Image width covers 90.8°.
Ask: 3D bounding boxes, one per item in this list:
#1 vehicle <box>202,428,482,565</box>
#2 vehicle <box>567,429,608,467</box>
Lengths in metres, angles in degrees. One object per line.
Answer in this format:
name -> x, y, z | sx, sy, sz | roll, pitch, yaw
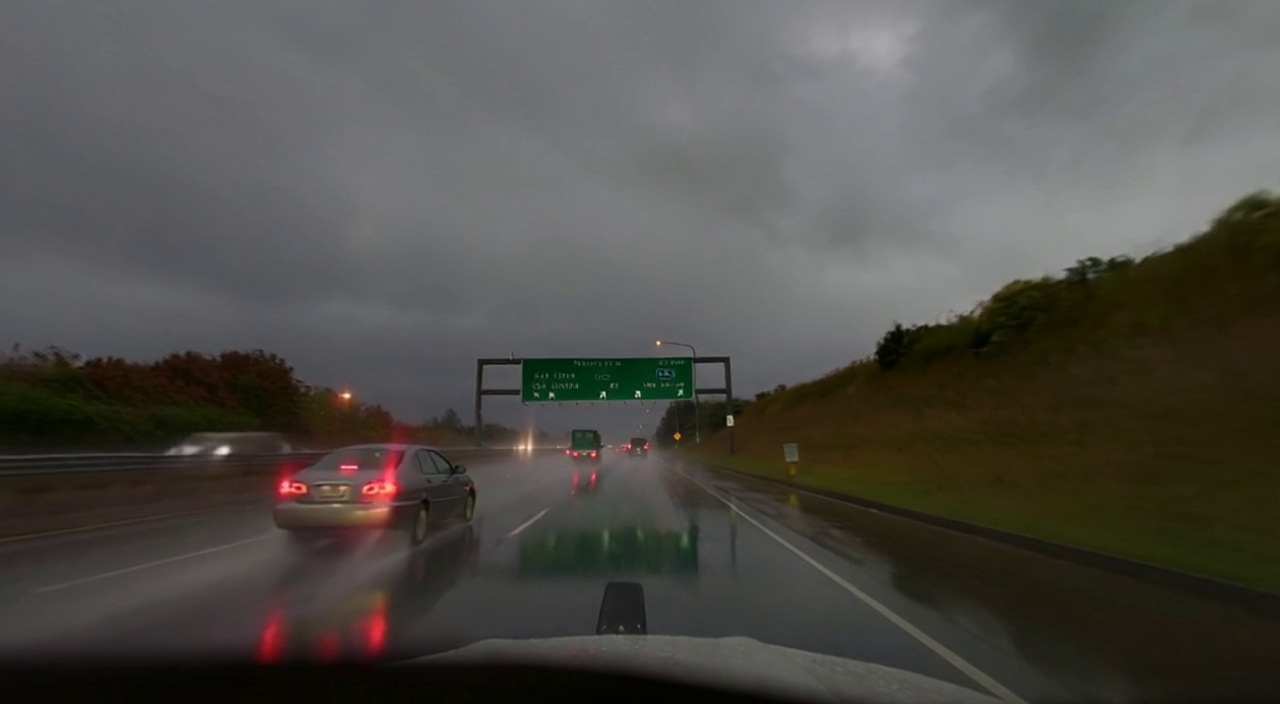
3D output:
vehicle -> -3.675, 1.846, 8.733 | 1.924, 1.436, 3.915 | 0, -9, 1
vehicle -> -3.568, 6.660, 43.633 | 2.290, 2.453, 5.561 | 0, -9, 1
